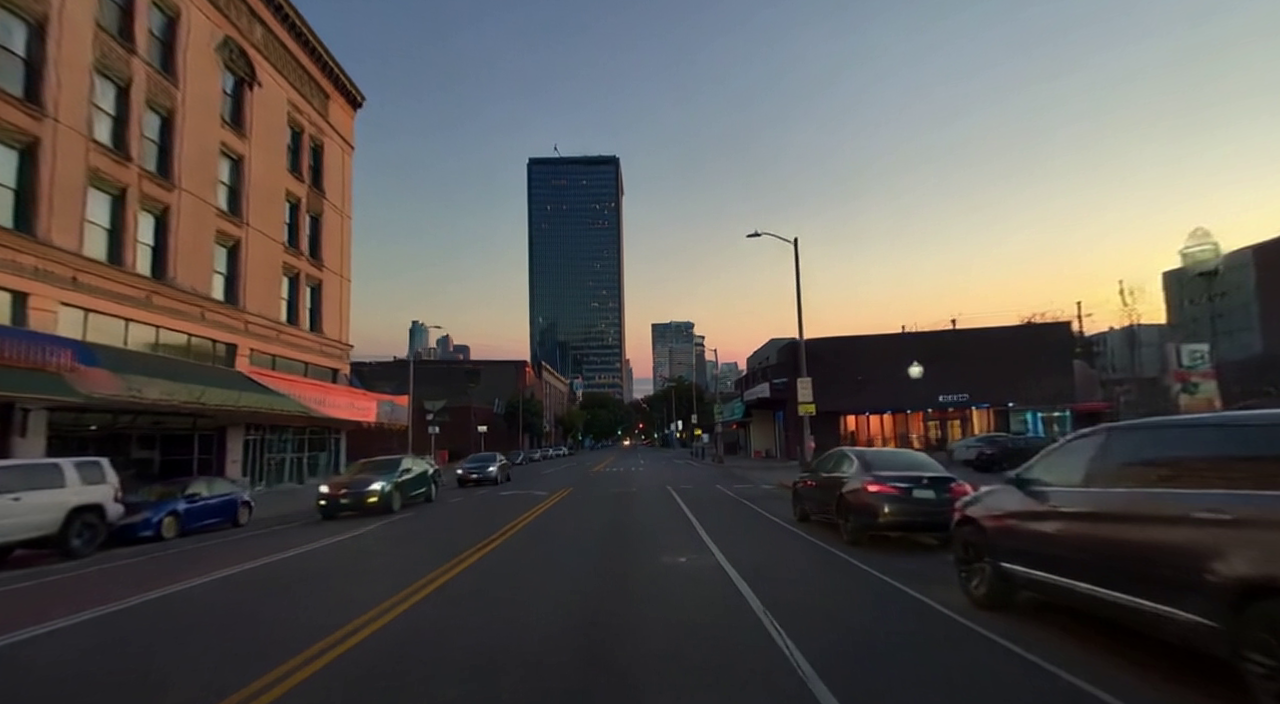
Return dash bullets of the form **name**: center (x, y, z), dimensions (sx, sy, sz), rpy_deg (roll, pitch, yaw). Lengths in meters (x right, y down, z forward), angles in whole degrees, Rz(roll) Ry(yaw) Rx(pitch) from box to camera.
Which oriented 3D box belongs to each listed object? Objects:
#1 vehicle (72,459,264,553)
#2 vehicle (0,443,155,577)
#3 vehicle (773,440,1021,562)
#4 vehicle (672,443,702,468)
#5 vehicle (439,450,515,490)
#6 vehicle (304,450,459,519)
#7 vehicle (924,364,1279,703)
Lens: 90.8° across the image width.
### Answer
- **vehicle**: center (-11.122, 3.580, 15.265), dimensions (1.812, 1.538, 3.761), rpy_deg (-3, -5, 0)
- **vehicle**: center (-11.166, 2.629, 10.371), dimensions (2.188, 1.951, 5.650), rpy_deg (-2, -6, -3)
- **vehicle**: center (3.687, 2.192, 10.238), dimensions (1.937, 1.481, 4.760), rpy_deg (0, -8, -1)
- **vehicle**: center (3.531, 7.904, 48.531), dimensions (2.118, 1.779, 5.121), rpy_deg (-1, -8, 2)
- **vehicle**: center (-6.632, 4.833, 26.240), dimensions (1.962, 1.475, 4.580), rpy_deg (0, -8, 0)
- **vehicle**: center (-6.432, 3.315, 16.458), dimensions (1.993, 1.484, 4.812), rpy_deg (0, -8, 0)
- **vehicle**: center (3.832, 1.075, 3.816), dimensions (1.881, 1.751, 4.859), rpy_deg (0, -8, -1)
